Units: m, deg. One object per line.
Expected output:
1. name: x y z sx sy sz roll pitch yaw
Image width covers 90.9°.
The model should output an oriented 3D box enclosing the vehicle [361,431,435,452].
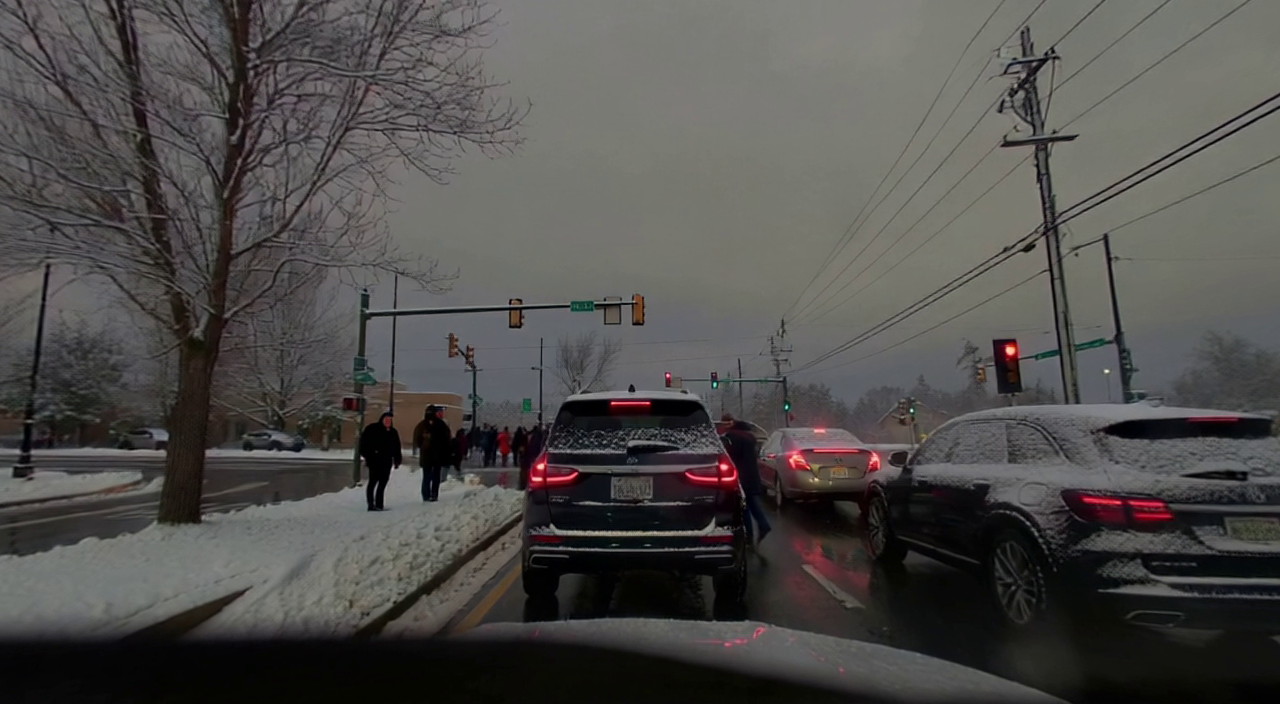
1. vehicle: -17.762 6.561 46.360 4.607 1.478 1.995 0 -8 0

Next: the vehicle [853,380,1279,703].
1. vehicle: 3.552 1.300 5.457 1.948 1.677 4.437 0 -8 1

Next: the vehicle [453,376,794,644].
1. vehicle: -0.157 1.376 6.529 2.271 1.786 4.443 0 -8 -1

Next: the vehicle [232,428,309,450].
1. vehicle: -27.603 6.524 47.215 4.587 1.639 1.878 0 -8 0
